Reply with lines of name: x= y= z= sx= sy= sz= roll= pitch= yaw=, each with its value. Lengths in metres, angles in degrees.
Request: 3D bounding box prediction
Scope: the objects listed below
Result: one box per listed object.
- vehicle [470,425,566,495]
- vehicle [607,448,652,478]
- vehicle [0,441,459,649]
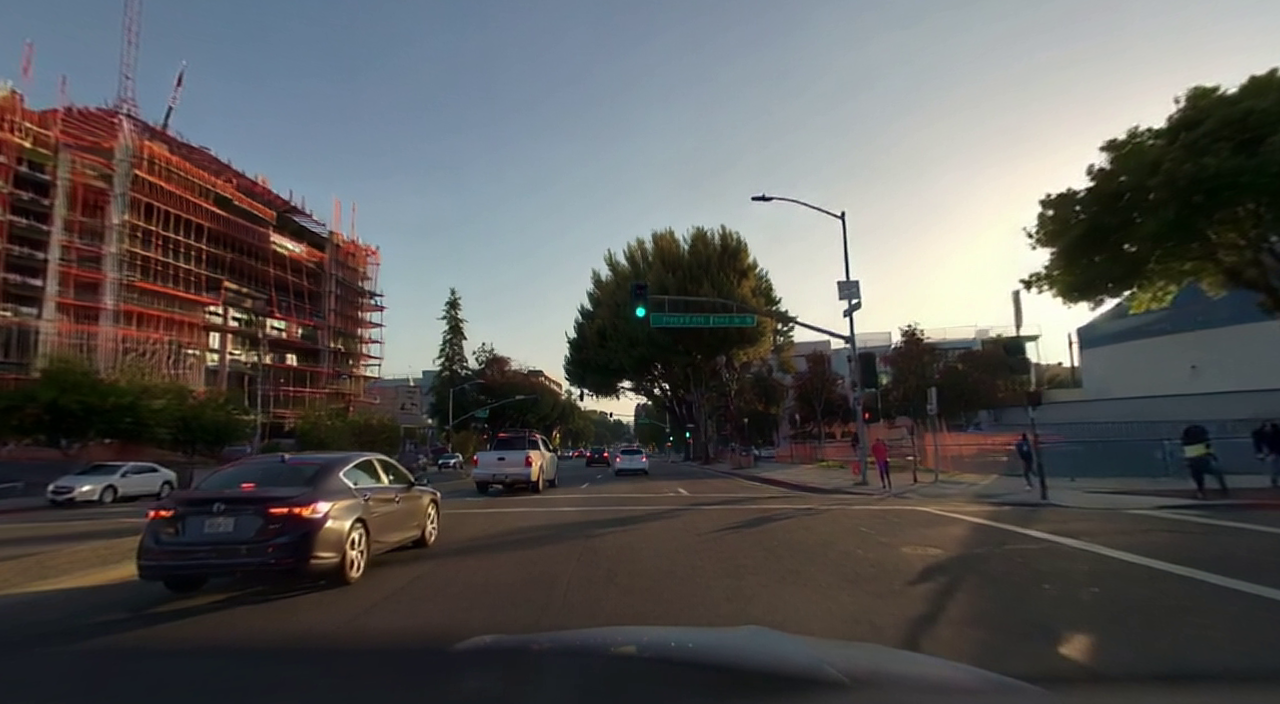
vehicle: x=-3.865 y=3.535 z=20.925 sx=2.240 sy=2.054 sz=4.662 roll=0 pitch=-9 yaw=0
vehicle: x=-0.558 y=5.609 z=32.224 sx=2.171 sy=1.422 sz=4.146 roll=0 pitch=-9 yaw=-1
vehicle: x=-3.549 y=1.670 z=6.650 sx=1.959 sy=1.406 sz=4.527 roll=0 pitch=-9 yaw=-1
